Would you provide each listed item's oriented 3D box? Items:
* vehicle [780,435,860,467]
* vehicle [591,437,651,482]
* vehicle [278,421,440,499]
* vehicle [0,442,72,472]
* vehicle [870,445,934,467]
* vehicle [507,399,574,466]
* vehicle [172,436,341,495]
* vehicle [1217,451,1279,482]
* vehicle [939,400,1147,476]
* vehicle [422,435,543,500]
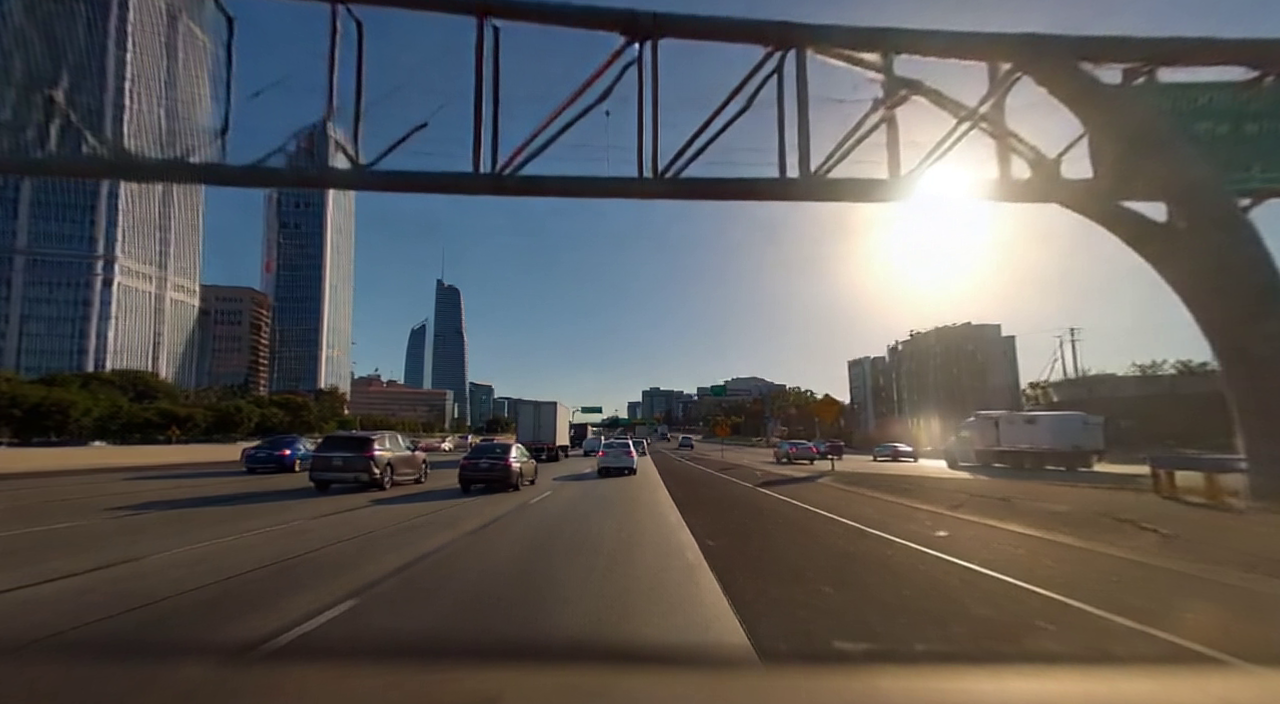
[{"bbox_3d":[12.096,6.699,42.738,2.415,1.972,5.572,3,-9,-19],"label":"vehicle"},{"bbox_3d":[-0.635,3.895,23.003,1.991,1.488,3.922,0,-9,0],"label":"vehicle"},{"bbox_3d":[-7.493,2.938,17.483,2.190,1.821,4.800,0,-8,1],"label":"vehicle"},{"bbox_3d":[-37.257,6.249,37.768,1.955,1.667,4.683,0,-9,-1],"label":"vehicle"},{"bbox_3d":[19.005,7.544,45.935,1.902,1.494,4.239,3,-9,-19],"label":"vehicle"},{"bbox_3d":[-5.459,4.694,36.010,2.955,3.359,8.322,1,-9,-4],"label":"vehicle"},{"bbox_3d":[-11.070,3.291,18.701,1.987,1.495,4.710,0,-8,1],"label":"vehicle"},{"bbox_3d":[32.808,5.875,32.332,4.258,1.498,1.904,-1,-9,5],"label":"vehicle"},{"bbox_3d":[23.069,5.055,36.700,3.015,3.855,9.519,8,-12,-43],"label":"vehicle"},{"bbox_3d":[-4.005,3.006,16.810,2.016,1.497,4.235,0,-9,2],"label":"vehicle"}]
